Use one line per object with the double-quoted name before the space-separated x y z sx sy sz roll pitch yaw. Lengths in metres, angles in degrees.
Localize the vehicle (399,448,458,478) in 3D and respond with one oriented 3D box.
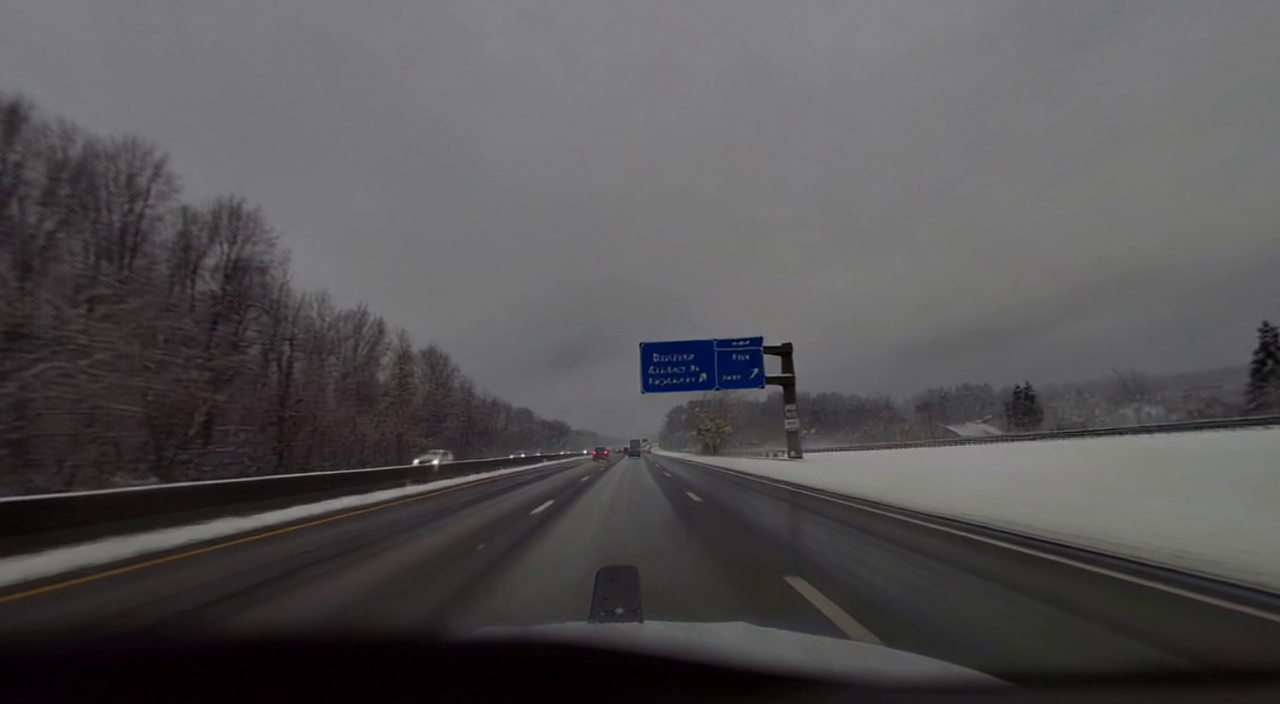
"vehicle" -11.868 6.237 35.410 1.841 1.547 4.273 0 -9 0
